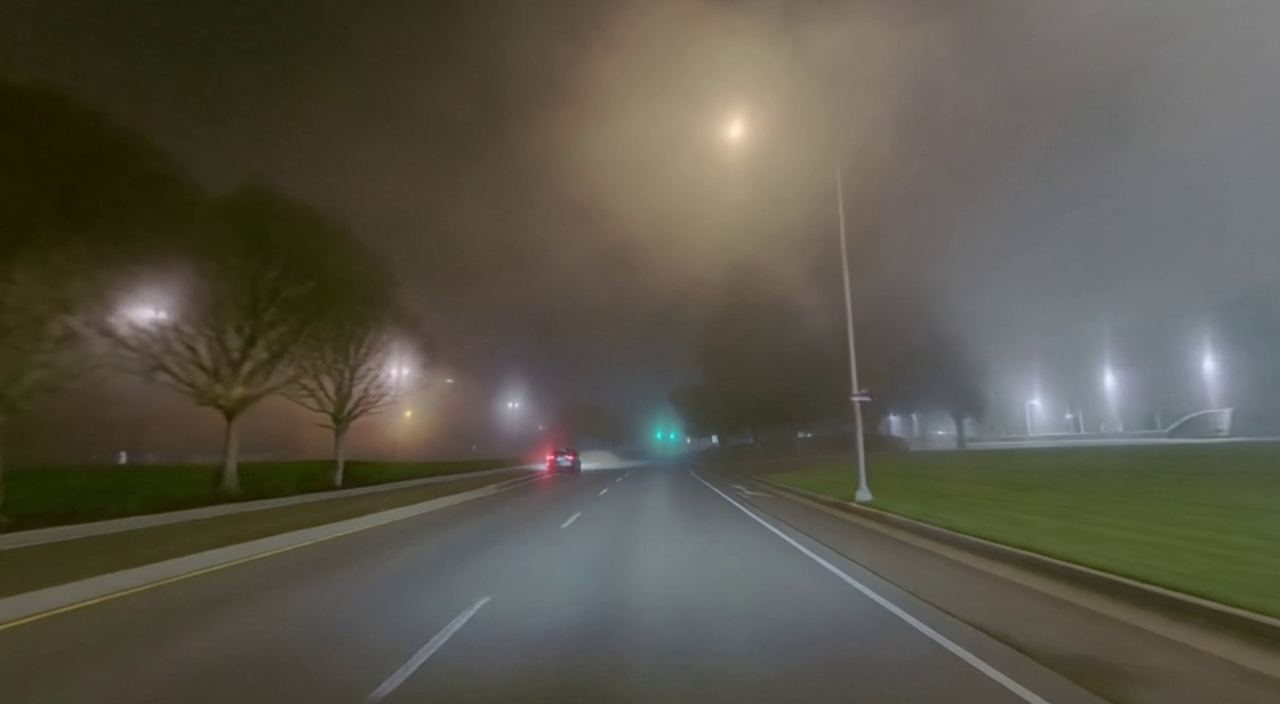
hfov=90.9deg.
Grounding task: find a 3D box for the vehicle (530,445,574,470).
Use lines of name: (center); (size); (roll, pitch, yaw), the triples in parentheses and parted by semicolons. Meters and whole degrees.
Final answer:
vehicle: (-5.458, 6.607, 39.753); (1.945, 1.461, 4.605); (-1, -8, 3)
